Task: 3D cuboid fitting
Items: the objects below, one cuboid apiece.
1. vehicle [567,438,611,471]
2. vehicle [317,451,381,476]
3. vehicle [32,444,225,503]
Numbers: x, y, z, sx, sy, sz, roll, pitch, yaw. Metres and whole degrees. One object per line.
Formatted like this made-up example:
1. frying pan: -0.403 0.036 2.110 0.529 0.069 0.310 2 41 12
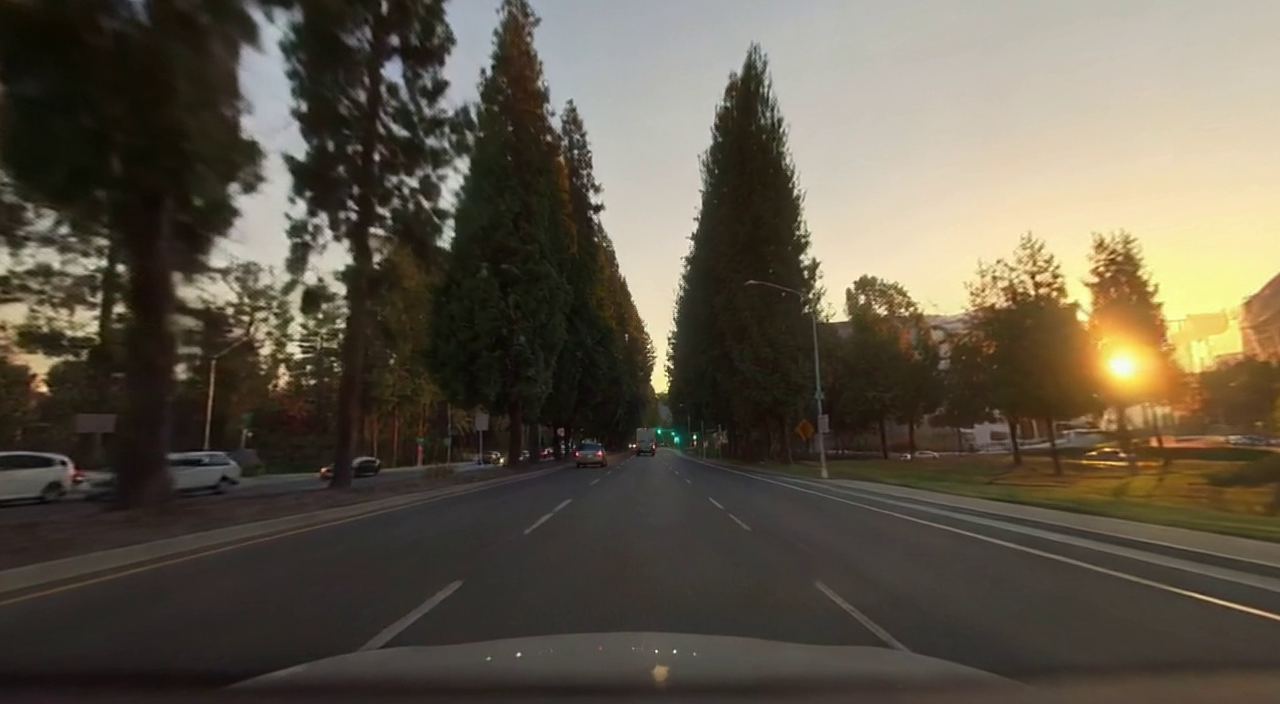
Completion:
1. vehicle: -3.157 6.466 40.029 2.255 1.940 4.822 0 -8 1
2. vehicle: -19.226 7.347 41.873 1.874 1.470 4.679 -1 -8 2
3. vehicle: -16.785 3.962 21.136 2.225 1.719 4.915 -1 -8 2
